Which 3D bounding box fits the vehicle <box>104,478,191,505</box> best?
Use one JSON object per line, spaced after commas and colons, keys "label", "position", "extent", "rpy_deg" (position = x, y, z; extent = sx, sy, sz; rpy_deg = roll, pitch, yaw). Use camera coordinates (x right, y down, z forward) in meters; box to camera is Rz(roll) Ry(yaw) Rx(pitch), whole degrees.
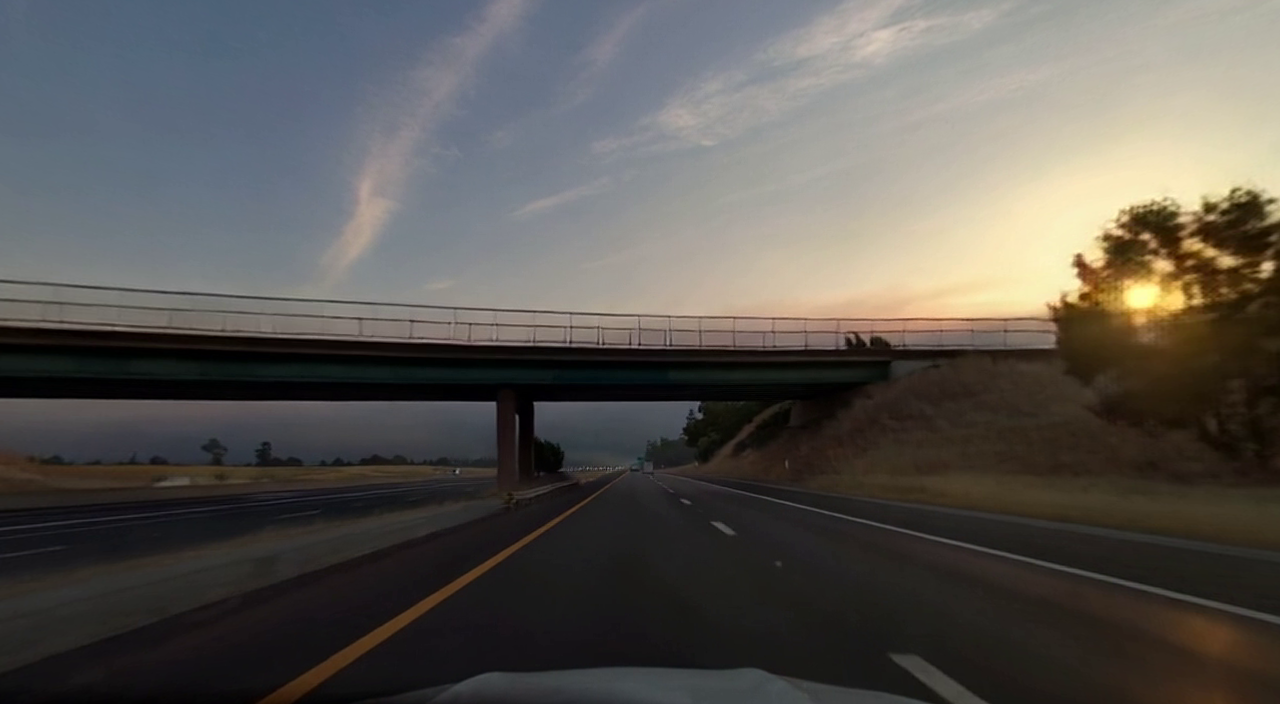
{"label": "vehicle", "position": [-30.051, 8.491, 38.619], "extent": [1.812, 1.448, 4.317], "rpy_deg": [1, -10, 1]}
